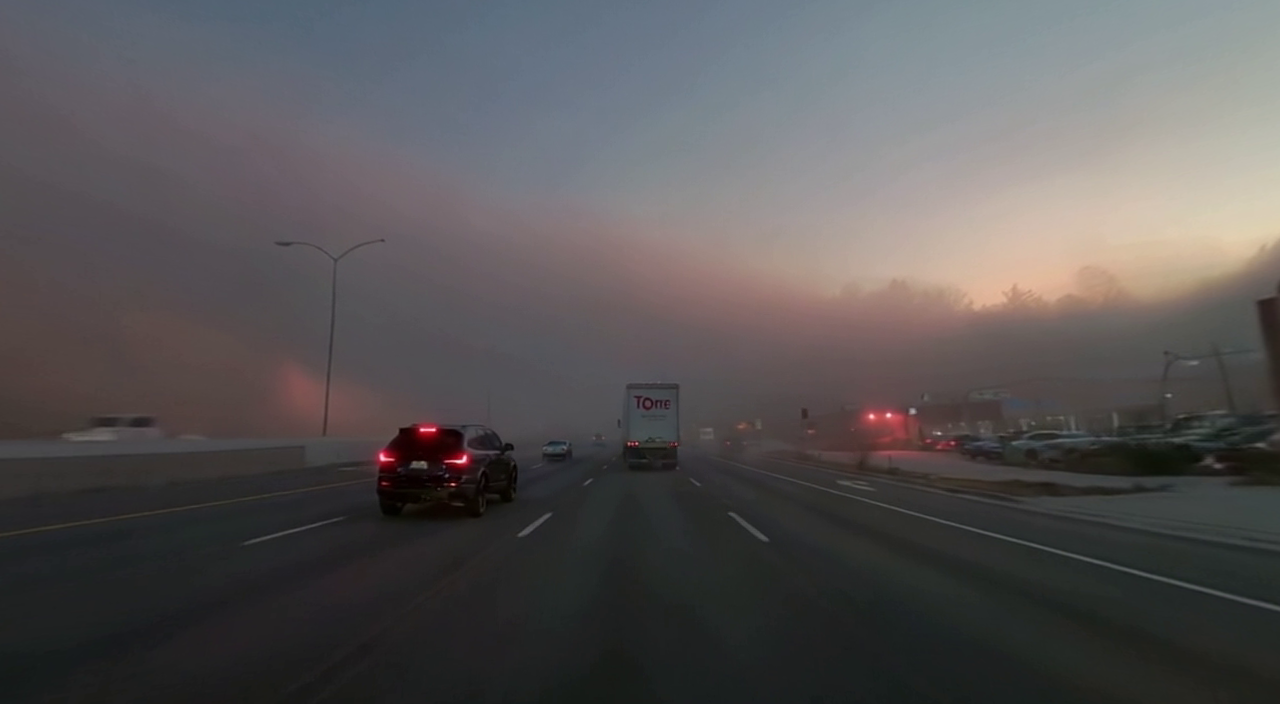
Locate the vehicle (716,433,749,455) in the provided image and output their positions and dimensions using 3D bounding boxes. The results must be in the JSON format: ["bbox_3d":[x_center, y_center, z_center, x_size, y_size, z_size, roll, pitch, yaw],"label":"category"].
[{"bbox_3d":[7.297,7.333,49.891,1.958,1.681,4.109,0,-8,-1],"label":"vehicle"}]

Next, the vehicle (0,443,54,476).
[{"bbox_3d":[-34.817,6.038,35.487,2.261,1.730,4.674,7,-11,-42],"label":"vehicle"}]

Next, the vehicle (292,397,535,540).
[{"bbox_3d":[-3.337,1.863,10.601,2.178,1.826,4.933,0,-8,1],"label":"vehicle"}]

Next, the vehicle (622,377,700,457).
[{"bbox_3d":[1.730,4.137,39.797,3.657,4.173,13.731,-1,-6,7],"label":"vehicle"}]
